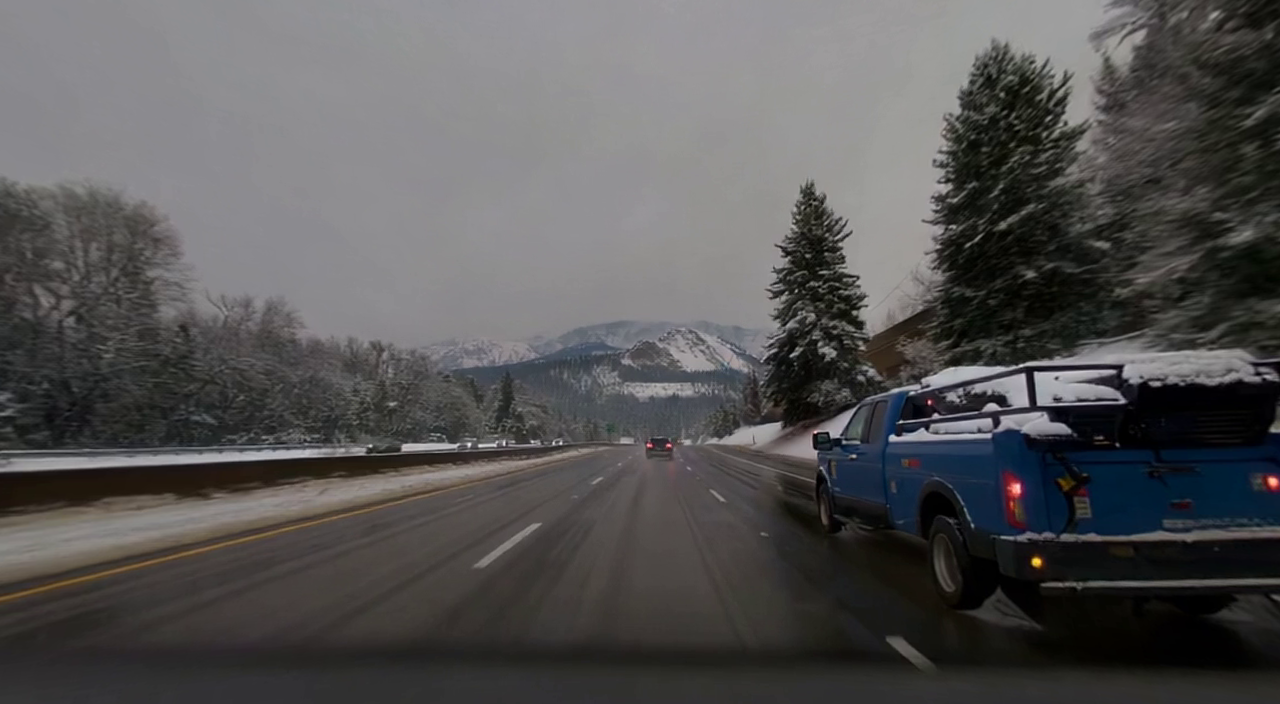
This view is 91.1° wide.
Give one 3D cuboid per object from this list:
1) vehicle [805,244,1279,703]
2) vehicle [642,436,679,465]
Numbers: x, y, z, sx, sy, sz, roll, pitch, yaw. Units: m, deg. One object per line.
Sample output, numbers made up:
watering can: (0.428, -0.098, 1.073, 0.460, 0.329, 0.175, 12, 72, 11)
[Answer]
vehicle: (3.673, 1.076, 5.872, 2.538, 2.228, 6.370, 0, -9, 0)
vehicle: (1.143, 5.750, 36.677, 2.034, 1.549, 4.147, 0, -9, 1)
